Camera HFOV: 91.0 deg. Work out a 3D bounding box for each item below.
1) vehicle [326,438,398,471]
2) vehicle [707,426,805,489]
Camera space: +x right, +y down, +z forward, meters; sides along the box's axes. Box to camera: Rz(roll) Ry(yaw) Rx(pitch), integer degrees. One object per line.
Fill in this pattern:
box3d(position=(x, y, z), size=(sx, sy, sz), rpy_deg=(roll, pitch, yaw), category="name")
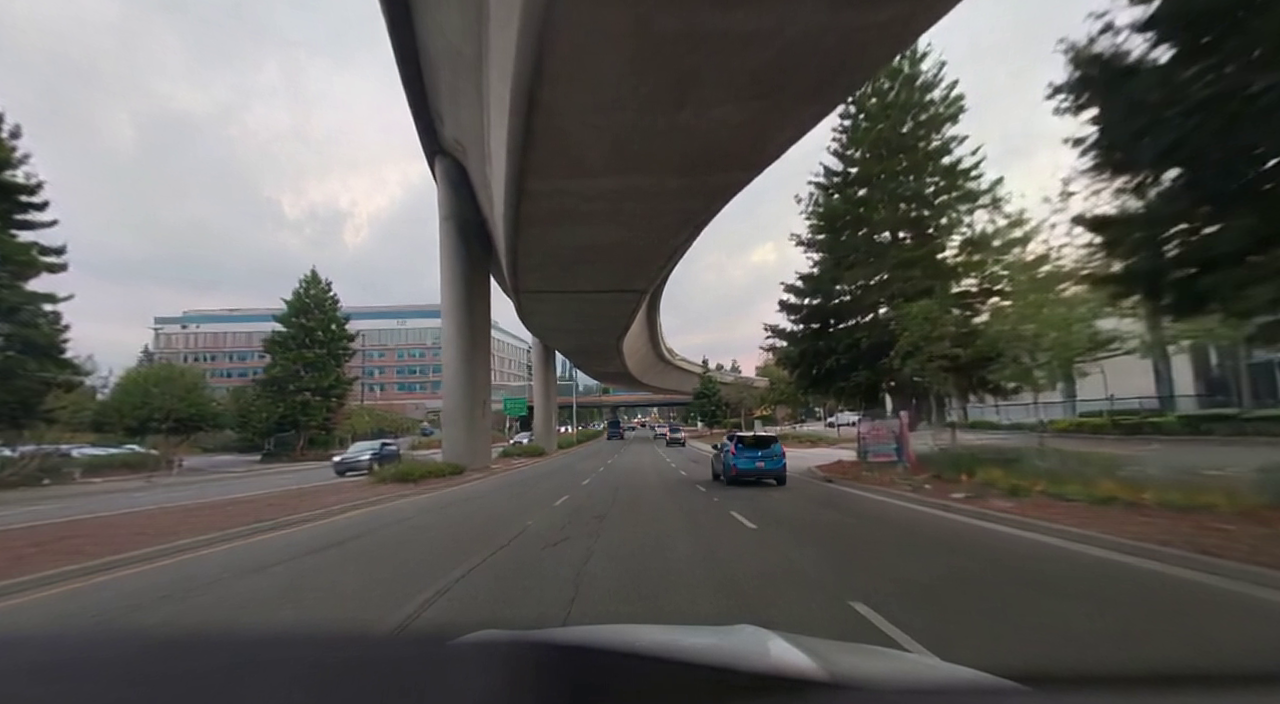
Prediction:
box3d(position=(-15.799, 5.844, 36.066), size=(1.958, 1.725, 4.539), rpy_deg=(0, -9, 1), category="vehicle")
box3d(position=(3.417, 3.228, 19.509), size=(2.110, 1.712, 4.489), rpy_deg=(0, -9, 0), category="vehicle")
